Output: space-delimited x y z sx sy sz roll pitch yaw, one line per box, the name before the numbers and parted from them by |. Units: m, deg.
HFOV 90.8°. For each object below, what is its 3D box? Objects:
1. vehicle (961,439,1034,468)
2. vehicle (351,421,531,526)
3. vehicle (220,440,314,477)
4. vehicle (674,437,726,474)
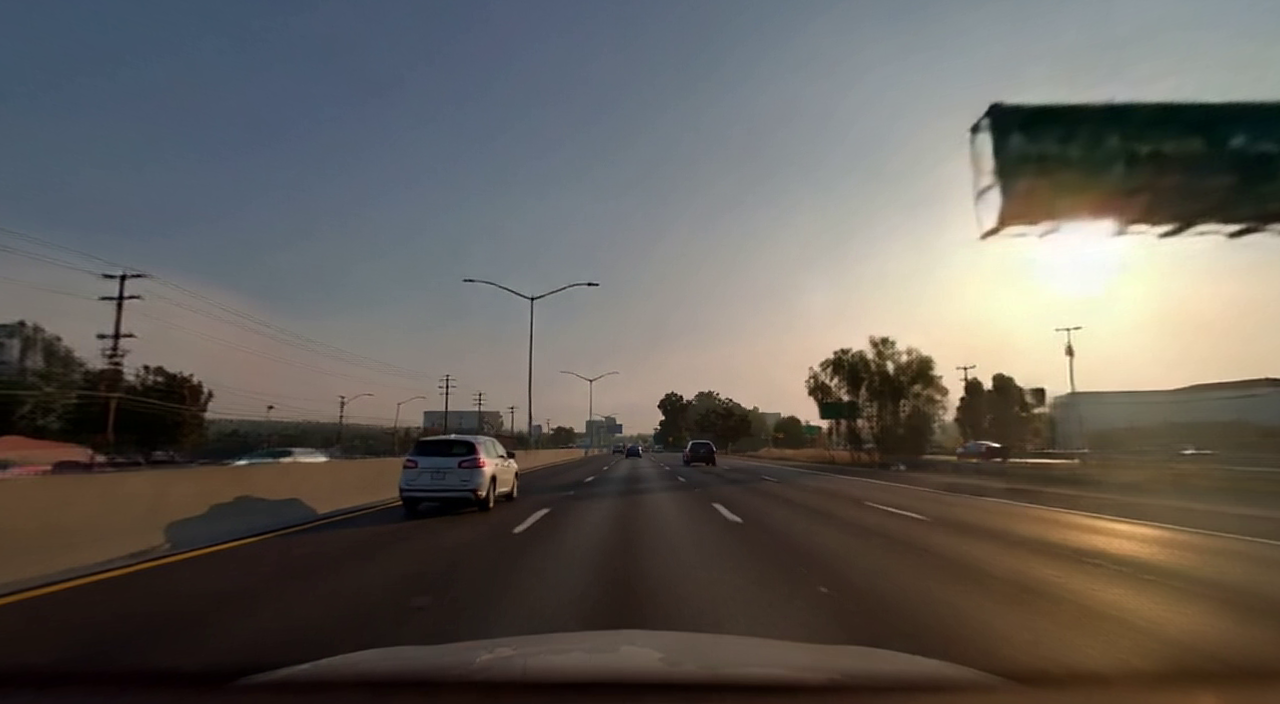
vehicle | 23.163 6.586 41.205 2.070 1.782 5.006 -1 -8 4
vehicle | -3.653 2.321 12.662 2.099 1.682 4.590 0 -8 0
vehicle | -20.099 5.726 34.343 2.062 1.809 5.001 0 -8 -1
vehicle | 2.833 4.962 30.612 1.997 1.638 4.281 0 -8 -1
